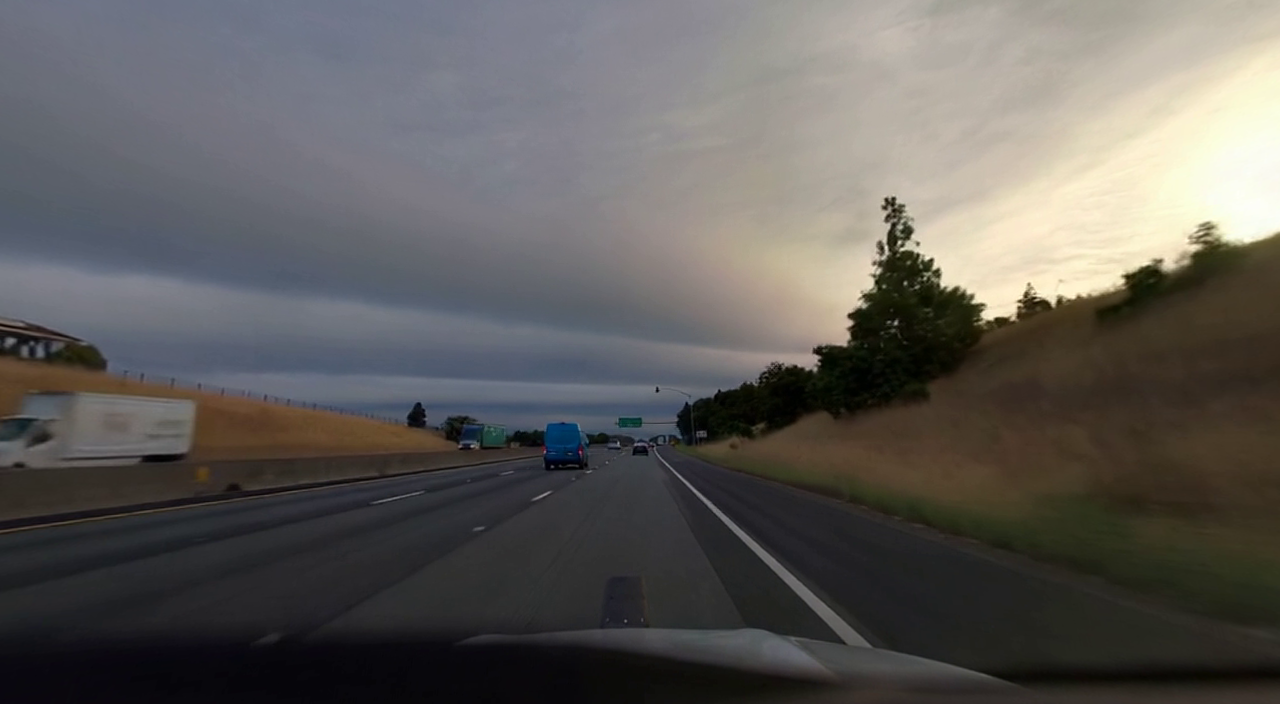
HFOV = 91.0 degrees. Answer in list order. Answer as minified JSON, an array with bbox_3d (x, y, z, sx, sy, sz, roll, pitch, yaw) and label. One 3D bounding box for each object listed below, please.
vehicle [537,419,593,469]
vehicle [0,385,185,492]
[{"bbox_3d":[-3.952,4.981,34.012,2.329,2.483,5.428,0,-8,0],"label":"vehicle"},{"bbox_3d":[-23.627,3.558,25.674,2.972,3.686,9.345,0,-8,1],"label":"vehicle"}]
